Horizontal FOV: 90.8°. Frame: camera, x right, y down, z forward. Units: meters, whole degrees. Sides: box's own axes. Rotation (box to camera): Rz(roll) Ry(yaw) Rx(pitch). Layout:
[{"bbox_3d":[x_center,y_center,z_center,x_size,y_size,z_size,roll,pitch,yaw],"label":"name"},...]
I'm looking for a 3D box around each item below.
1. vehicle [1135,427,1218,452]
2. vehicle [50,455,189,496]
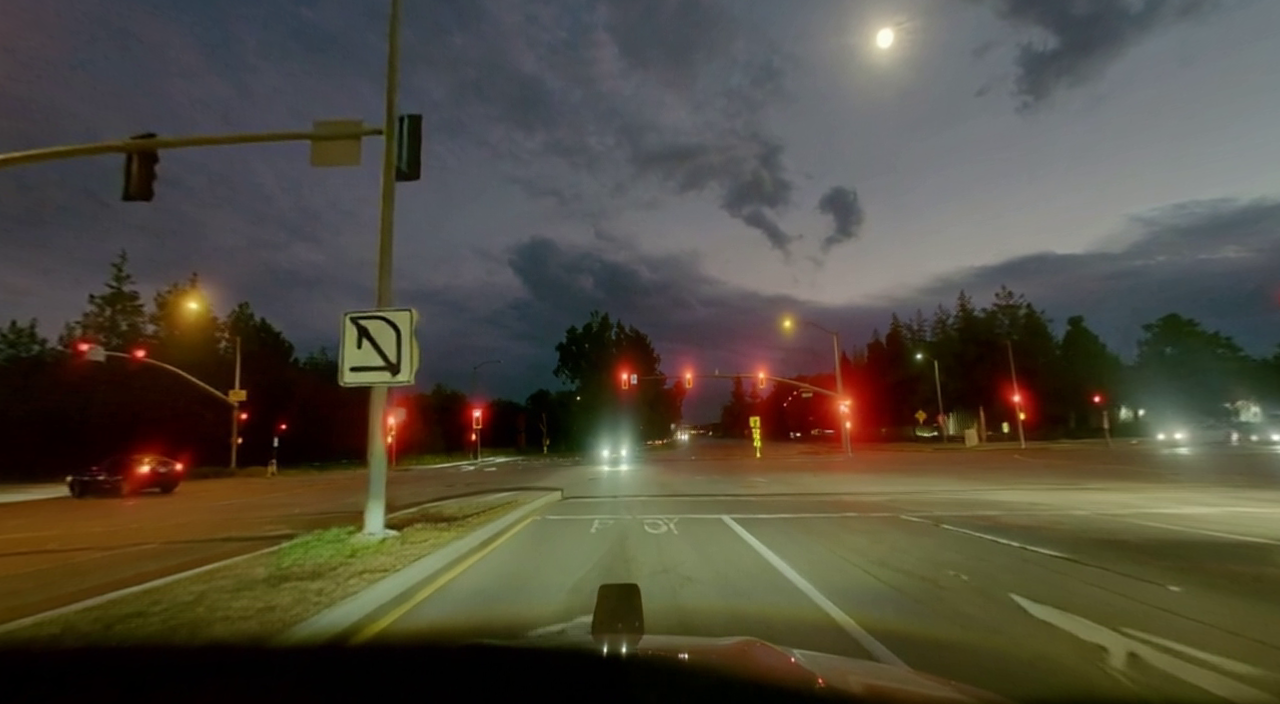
[{"bbox_3d":[40.200,6.614,47.536,2.173,1.751,4.931,-1,-8,5],"label":"vehicle"},{"bbox_3d":[-24.428,5.775,29.745,4.706,1.734,2.253,-1,-8,6],"label":"vehicle"}]
